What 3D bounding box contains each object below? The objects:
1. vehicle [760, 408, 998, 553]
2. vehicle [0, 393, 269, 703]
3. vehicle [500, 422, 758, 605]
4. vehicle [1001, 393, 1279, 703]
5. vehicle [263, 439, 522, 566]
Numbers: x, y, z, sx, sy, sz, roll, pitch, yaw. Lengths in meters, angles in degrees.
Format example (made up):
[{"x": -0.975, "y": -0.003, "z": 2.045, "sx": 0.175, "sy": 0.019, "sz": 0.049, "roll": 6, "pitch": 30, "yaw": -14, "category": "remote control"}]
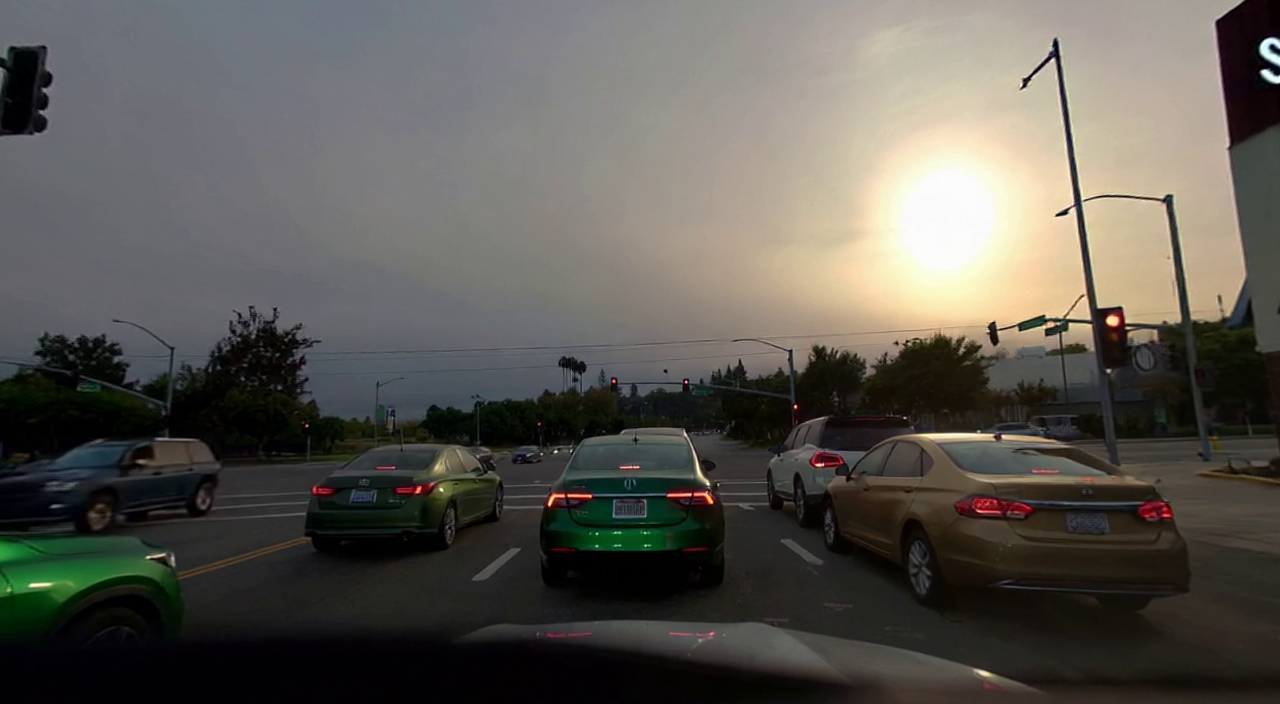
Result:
[{"x": 3.316, "y": 1.871, "z": 9.826, "sx": 1.992, "sy": 1.744, "sz": 4.183, "roll": 0, "pitch": -8, "yaw": -1, "category": "vehicle"}, {"x": -3.476, "y": 0.858, "z": 1.846, "sx": 2.016, "sy": 1.547, "sz": 4.414, "roll": 0, "pitch": -8, "yaw": 1, "category": "vehicle"}, {"x": -0.125, "y": 1.650, "z": 7.368, "sx": 2.140, "sy": 1.499, "sz": 4.119, "roll": 0, "pitch": -8, "yaw": -1, "category": "vehicle"}, {"x": 3.941, "y": 0.975, "z": 3.104, "sx": 1.800, "sy": 1.519, "sz": 4.198, "roll": 0, "pitch": -8, "yaw": 0, "category": "vehicle"}, {"x": -3.296, "y": 2.074, "z": 9.546, "sx": 1.995, "sy": 1.436, "sz": 4.373, "roll": -1, "pitch": -8, "yaw": 2, "category": "vehicle"}]
